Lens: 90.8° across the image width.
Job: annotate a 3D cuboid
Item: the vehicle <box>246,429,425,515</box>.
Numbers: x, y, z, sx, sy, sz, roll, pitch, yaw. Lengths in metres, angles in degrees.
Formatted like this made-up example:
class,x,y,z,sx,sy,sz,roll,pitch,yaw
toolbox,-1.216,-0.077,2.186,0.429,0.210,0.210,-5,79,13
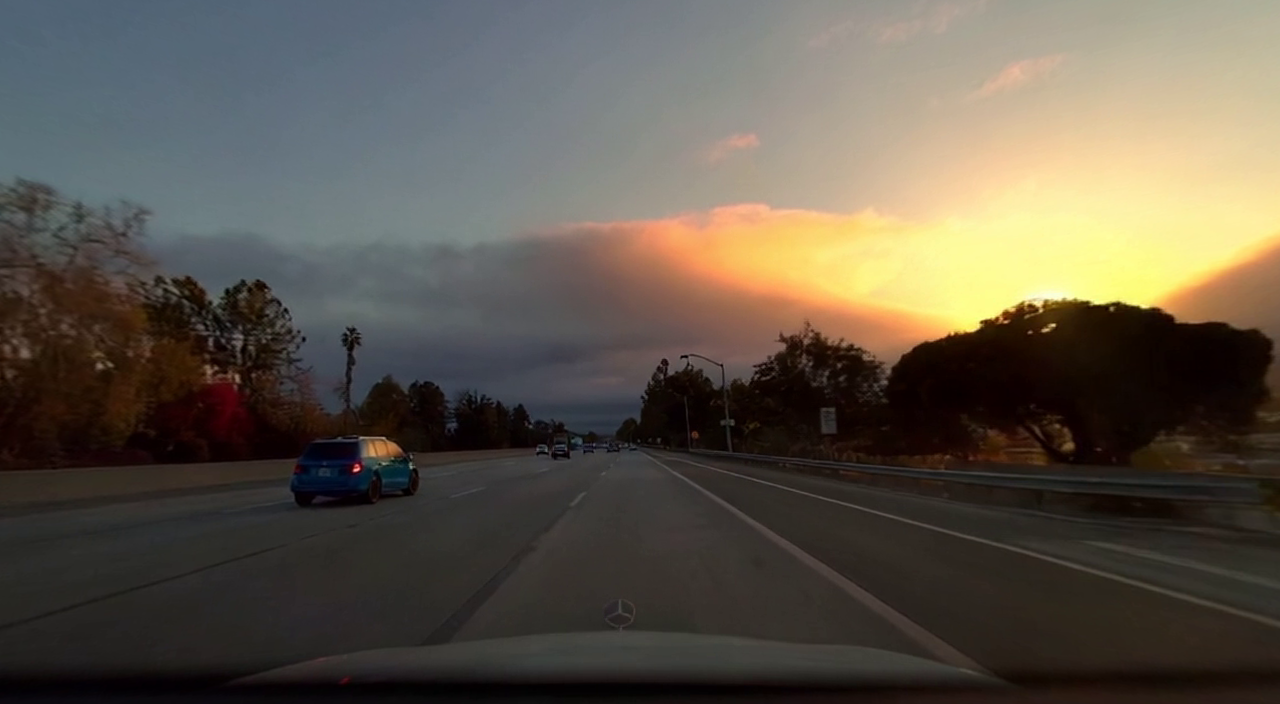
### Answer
class,x,y,z,sx,sy,sz,roll,pitch,yaw
vehicle,-7.106,2.846,15.439,2.146,1.766,4.502,0,-9,-1
